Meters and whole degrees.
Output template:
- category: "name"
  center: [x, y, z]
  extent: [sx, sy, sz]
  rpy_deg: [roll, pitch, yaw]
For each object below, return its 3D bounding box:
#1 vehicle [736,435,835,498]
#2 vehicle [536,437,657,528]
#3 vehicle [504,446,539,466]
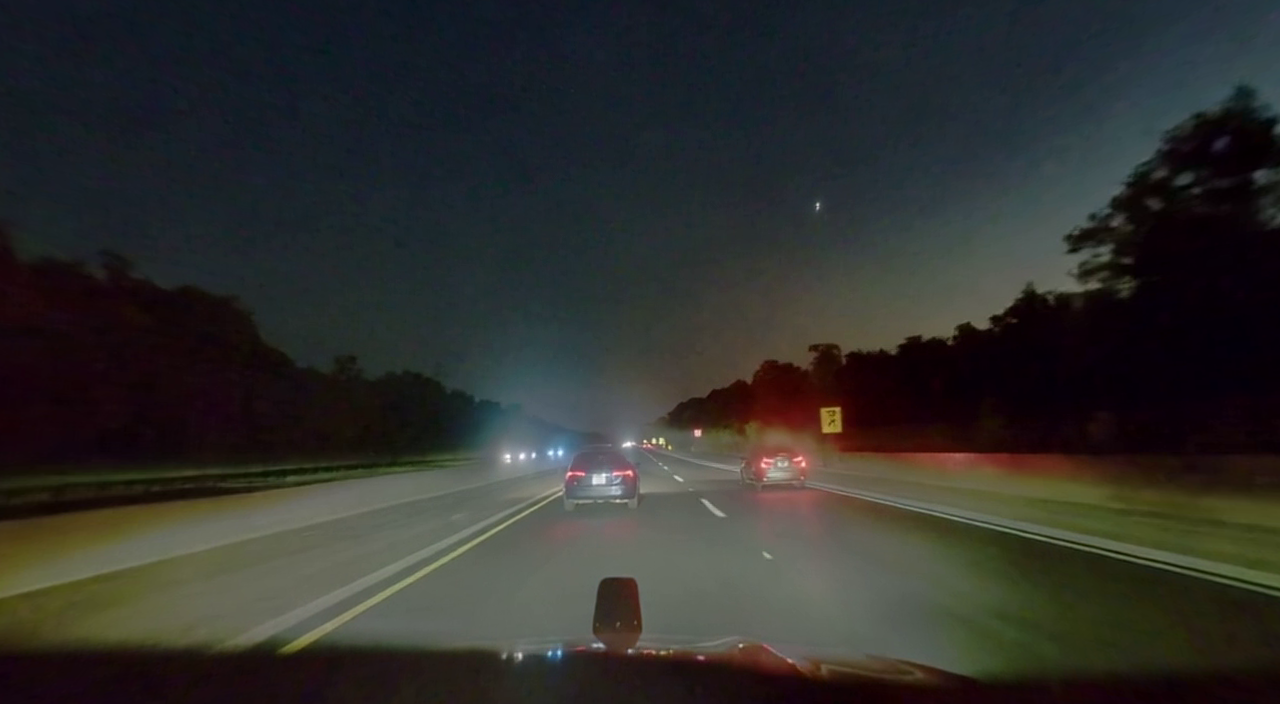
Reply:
- category: "vehicle"
  center: [3.962, 3.190, 17.737]
  extent: [1.910, 1.554, 3.718]
  rpy_deg: [0, -9, 0]
- category: "vehicle"
  center: [-0.708, 2.497, 12.522]
  extent: [2.013, 1.479, 4.169]
  rpy_deg: [0, -9, 0]
- category: "vehicle"
  center: [-9.205, 8.135, 48.954]
  extent: [1.840, 1.474, 4.203]
  rpy_deg: [0, -9, 0]
